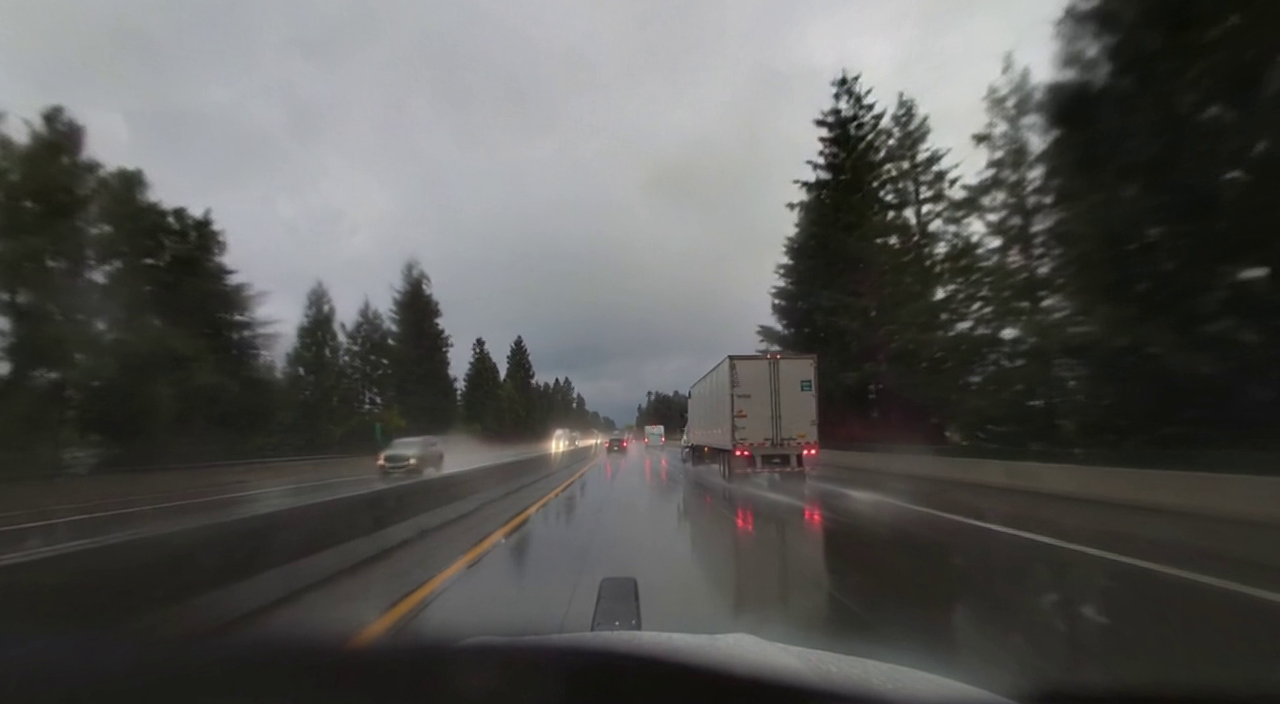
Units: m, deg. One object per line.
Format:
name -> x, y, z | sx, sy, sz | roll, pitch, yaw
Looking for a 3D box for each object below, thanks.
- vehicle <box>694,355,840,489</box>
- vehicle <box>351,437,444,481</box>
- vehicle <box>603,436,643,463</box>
vehicle -> 3.695, 2.371, 20.814 | 2.921, 3.526, 8.207 | 0, -8, -1
vehicle -> -9.728, 4.277, 25.742 | 1.990, 1.588, 4.607 | 0, -8, -1
vehicle -> -1.003, 5.734, 37.259 | 2.259, 1.466, 3.693 | 0, -8, -1
